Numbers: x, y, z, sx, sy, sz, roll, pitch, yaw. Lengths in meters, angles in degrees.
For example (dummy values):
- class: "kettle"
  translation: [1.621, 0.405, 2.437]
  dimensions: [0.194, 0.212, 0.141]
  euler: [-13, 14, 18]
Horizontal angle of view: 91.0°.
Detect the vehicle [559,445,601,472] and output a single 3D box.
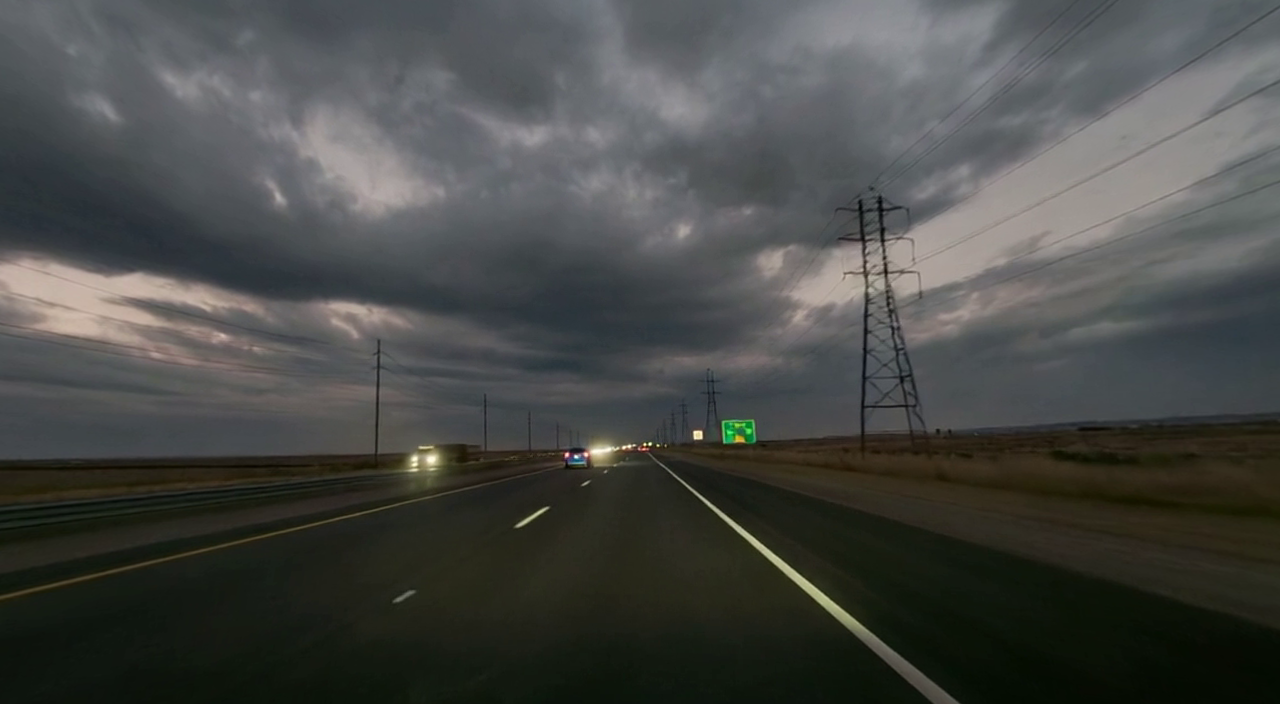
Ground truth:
- class: "vehicle"
  translation: [-3.660, 6.597, 39.130]
  dimensions: [2.106, 1.543, 4.465]
  euler: [0, -9, 1]
